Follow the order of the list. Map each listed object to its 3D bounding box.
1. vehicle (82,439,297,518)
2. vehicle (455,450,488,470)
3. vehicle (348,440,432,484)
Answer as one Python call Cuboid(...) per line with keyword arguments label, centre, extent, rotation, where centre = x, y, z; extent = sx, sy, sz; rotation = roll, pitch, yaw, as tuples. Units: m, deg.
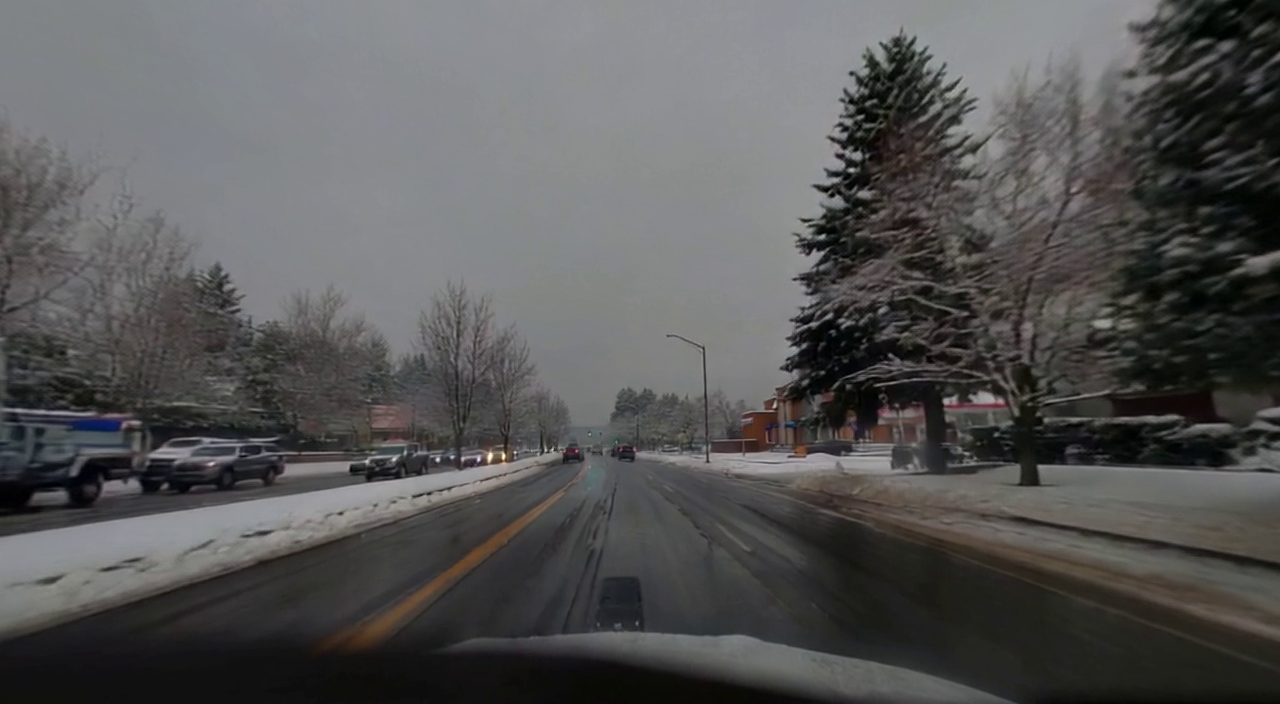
Cuboid(label="vehicle", centre=(-11.252, 3.154, 16.353), extent=(2.134, 1.705, 4.710), rotation=(0, -9, -1))
Cuboid(label="vehicle", centre=(-13.138, 8.415, 49.438), extent=(1.771, 1.508, 3.453), rotation=(0, -9, -4))
Cuboid(label="vehicle", centre=(-11.953, 5.271, 30.638), extent=(2.206, 1.922, 4.968), rotation=(-1, -9, -2))
